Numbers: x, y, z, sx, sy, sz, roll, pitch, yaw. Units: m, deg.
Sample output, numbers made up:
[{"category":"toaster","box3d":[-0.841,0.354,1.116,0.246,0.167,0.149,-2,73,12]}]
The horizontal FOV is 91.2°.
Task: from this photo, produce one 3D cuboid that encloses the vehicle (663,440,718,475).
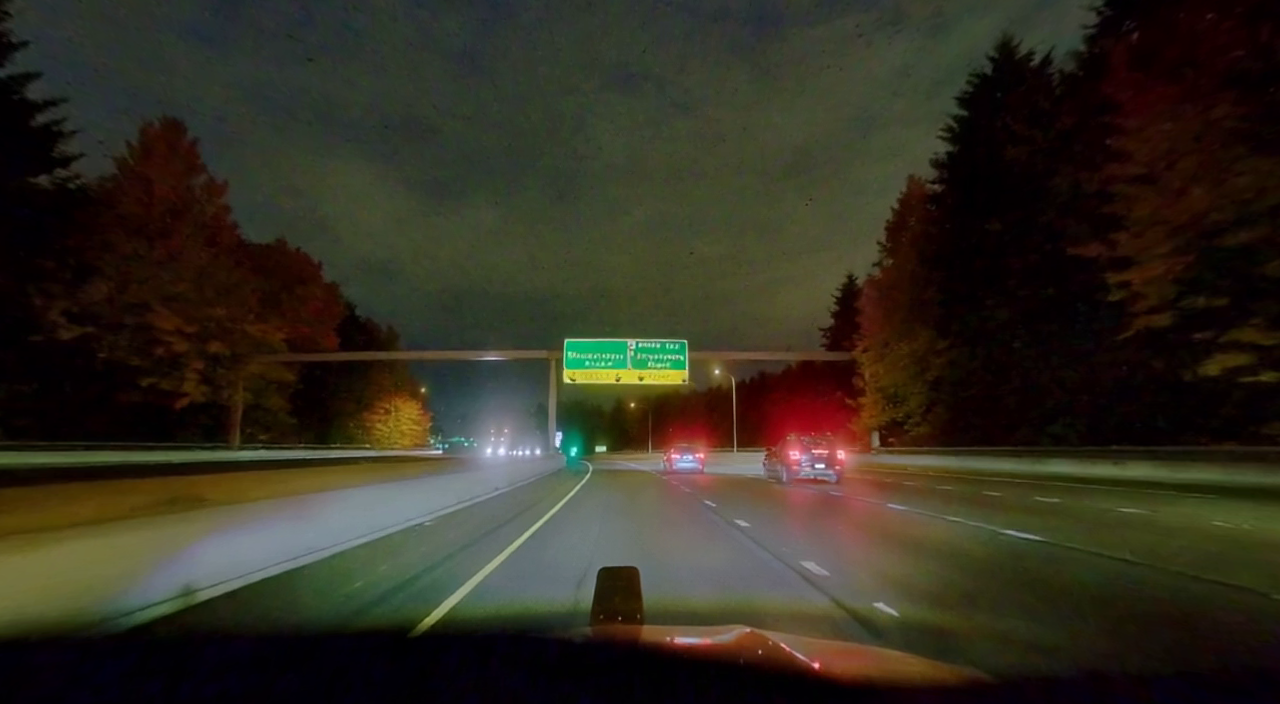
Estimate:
[{"category":"vehicle","box3d":[2.491,5.371,31.967,2.337,1.633,4.222,0,-9,-1]}]
